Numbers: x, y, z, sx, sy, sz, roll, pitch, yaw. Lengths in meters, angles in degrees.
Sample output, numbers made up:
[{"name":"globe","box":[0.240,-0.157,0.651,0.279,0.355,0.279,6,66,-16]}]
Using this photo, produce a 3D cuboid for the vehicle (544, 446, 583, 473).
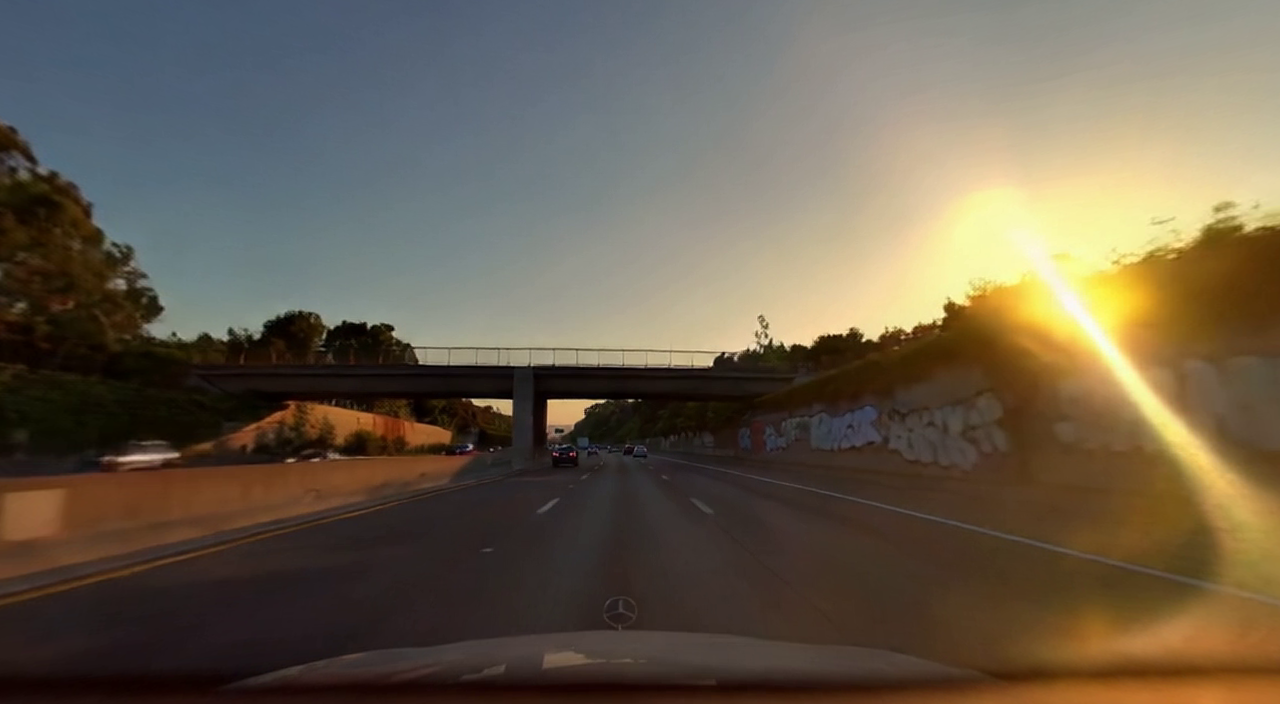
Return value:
[{"name":"vehicle","box":[-4.365,6.186,36.245,1.871,1.459,3.771,0,-9,-1]}]
